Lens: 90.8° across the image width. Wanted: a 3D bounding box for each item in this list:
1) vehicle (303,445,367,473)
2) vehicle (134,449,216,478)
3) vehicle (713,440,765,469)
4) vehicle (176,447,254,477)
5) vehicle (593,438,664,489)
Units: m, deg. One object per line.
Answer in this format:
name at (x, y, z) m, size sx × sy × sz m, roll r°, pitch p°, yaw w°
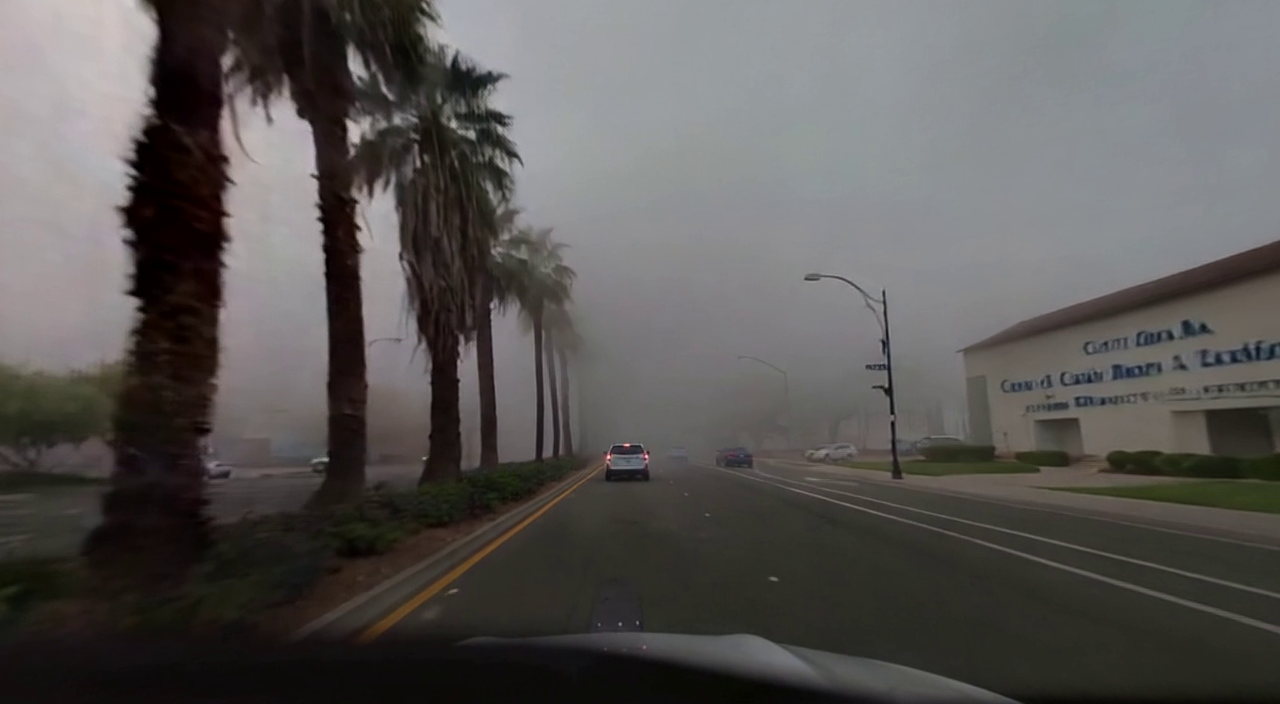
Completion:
vehicle at (-19.293, 6.762, 40.223) m, size 2.021 × 1.666 × 4.247 m, roll 0°, pitch -9°, yaw -1°
vehicle at (-29.833, 7.129, 40.690) m, size 2.011 × 1.753 × 4.066 m, roll 0°, pitch -9°, yaw 2°
vehicle at (5.885, 6.206, 38.260) m, size 2.244 × 1.618 × 4.585 m, roll 0°, pitch -9°, yaw -2°
vehicle at (-27.017, 6.975, 40.319) m, size 1.934 × 1.736 × 4.341 m, roll 0°, pitch -9°, yaw -1°
vehicle at (-0.349, 3.602, 20.756) m, size 2.106 × 1.496 × 3.964 m, roll 0°, pitch -9°, yaw 0°
